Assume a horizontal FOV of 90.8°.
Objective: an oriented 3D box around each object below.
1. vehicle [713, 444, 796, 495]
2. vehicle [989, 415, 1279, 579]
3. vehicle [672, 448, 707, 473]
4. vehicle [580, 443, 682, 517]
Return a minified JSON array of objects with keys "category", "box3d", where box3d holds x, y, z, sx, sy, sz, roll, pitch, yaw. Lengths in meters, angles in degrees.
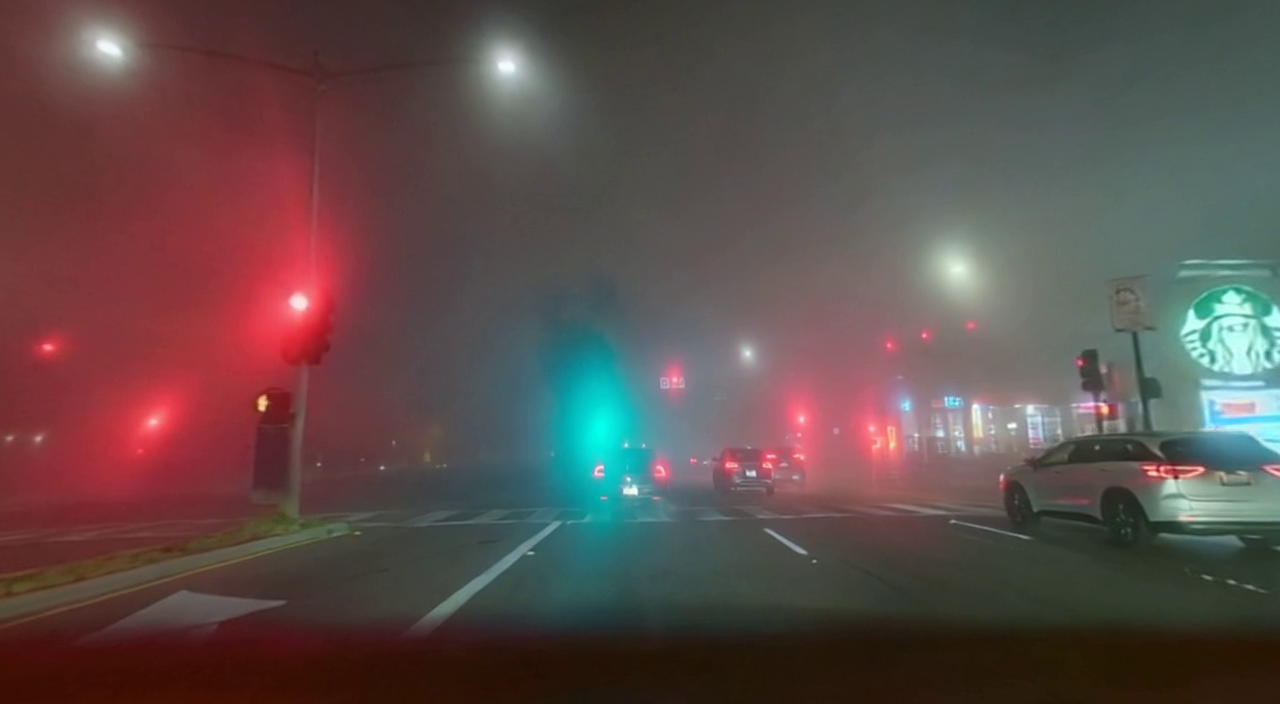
[{"category":"vehicle","box3d":[3.734,3.900,21.369,1.892,1.532,4.177,0,-8,-2]},{"category":"vehicle","box3d":[6.961,1.802,8.645,1.940,1.674,4.085,0,-8,-1]},{"category":"vehicle","box3d":[3.336,7.385,43.201,2.012,1.570,4.600,0,-8,0]},{"category":"vehicle","box3d":[-0.235,2.922,14.992,2.110,1.487,3.873,0,-8,-1]}]
